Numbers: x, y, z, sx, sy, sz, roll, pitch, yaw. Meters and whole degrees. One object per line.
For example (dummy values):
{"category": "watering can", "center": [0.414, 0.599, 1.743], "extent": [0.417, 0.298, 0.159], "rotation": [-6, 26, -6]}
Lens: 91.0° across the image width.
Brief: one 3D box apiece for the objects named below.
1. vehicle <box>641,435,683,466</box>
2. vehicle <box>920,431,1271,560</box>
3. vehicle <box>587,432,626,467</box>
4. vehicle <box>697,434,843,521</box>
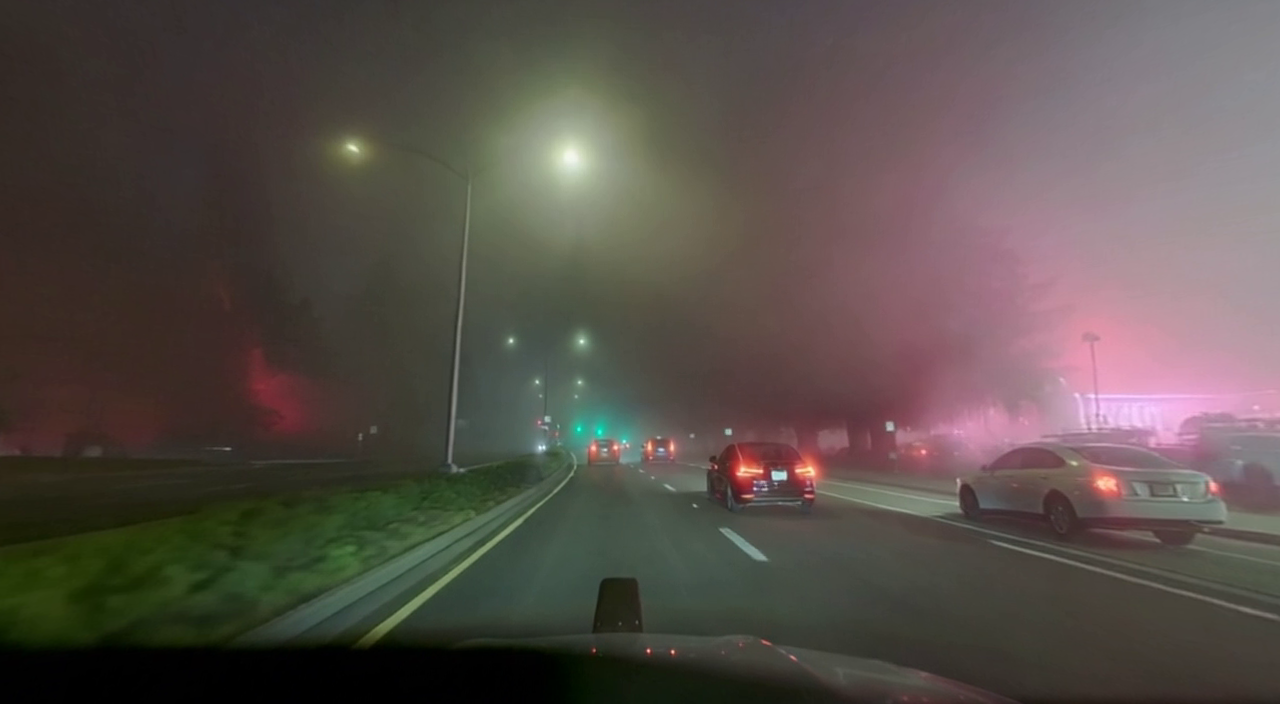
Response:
{"category": "vehicle", "center": [1.249, 5.867, 37.715], "extent": [2.000, 1.745, 4.206], "rotation": [1, -8, -5]}
{"category": "vehicle", "center": [6.228, 1.966, 9.433], "extent": [1.917, 1.457, 4.274], "rotation": [1, -8, -3]}
{"category": "vehicle", "center": [-1.897, 5.441, 35.202], "extent": [2.051, 1.798, 4.168], "rotation": [1, -8, -4]}
{"category": "vehicle", "center": [2.411, 2.443, 12.872], "extent": [1.883, 1.452, 4.258], "rotation": [1, -8, -3]}
